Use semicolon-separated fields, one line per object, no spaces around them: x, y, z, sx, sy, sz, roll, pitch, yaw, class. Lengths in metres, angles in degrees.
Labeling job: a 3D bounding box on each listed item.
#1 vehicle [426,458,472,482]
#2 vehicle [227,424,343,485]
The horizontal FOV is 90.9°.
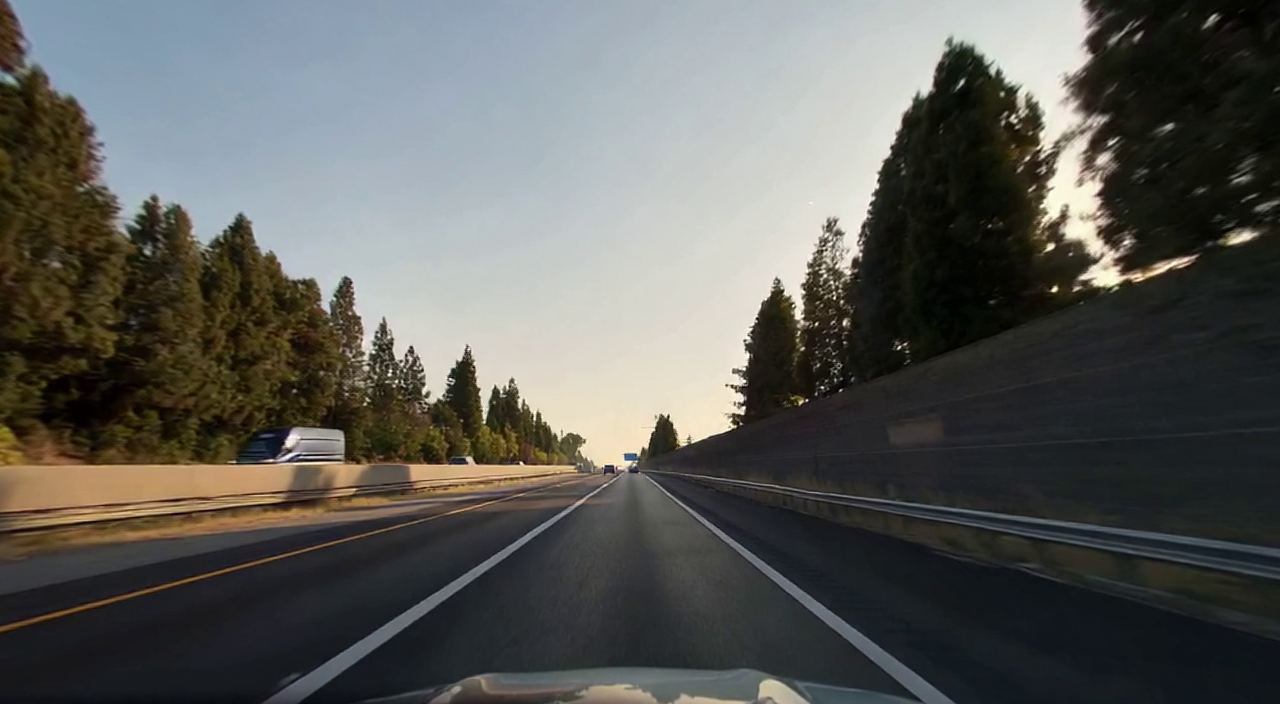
-12.518;7.790;41.558;1.830;1.454;3.815;1;-10;0;vehicle
-17.306;5.136;31.249;2.188;2.646;5.914;1;-10;0;vehicle
